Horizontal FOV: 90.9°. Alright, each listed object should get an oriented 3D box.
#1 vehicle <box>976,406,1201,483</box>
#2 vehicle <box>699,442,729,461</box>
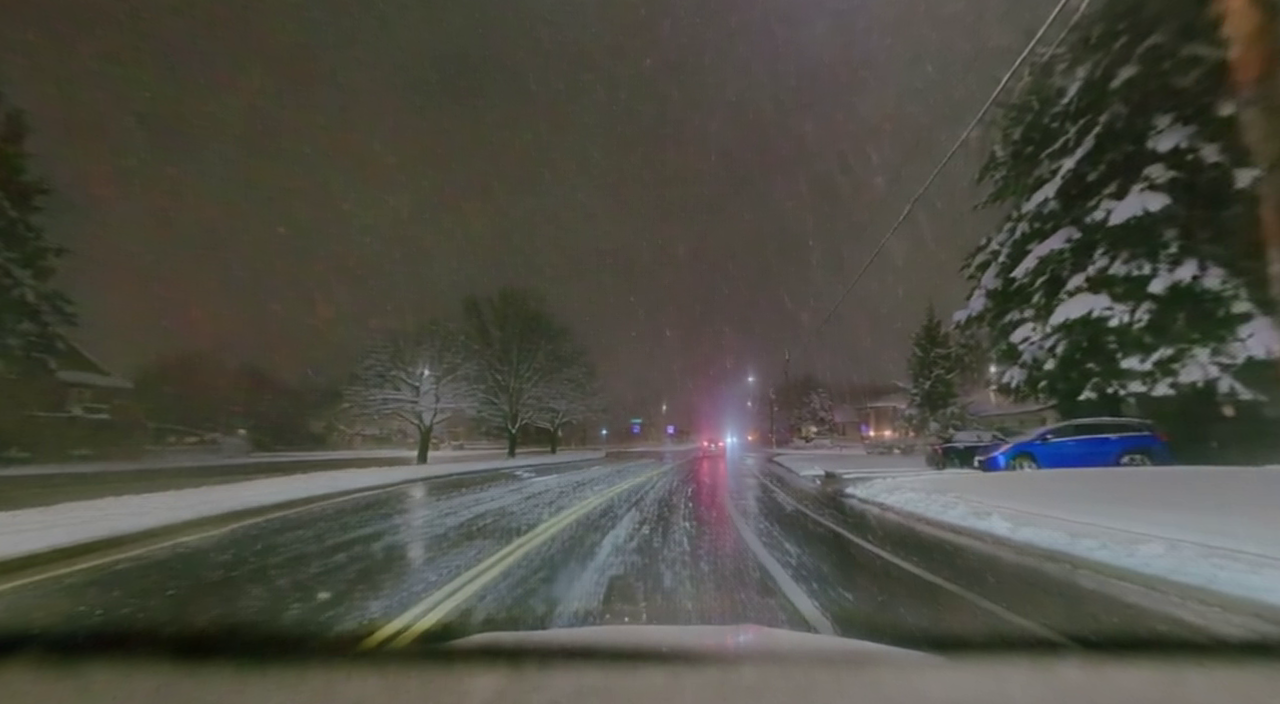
[{"bbox_3d":[12.792,2.677,18.332,4.672,2.044,2.248,-1,-8,7],"label":"vehicle"},{"bbox_3d":[5.820,7.721,49.065,2.050,1.456,4.003,-1,-9,10],"label":"vehicle"}]
